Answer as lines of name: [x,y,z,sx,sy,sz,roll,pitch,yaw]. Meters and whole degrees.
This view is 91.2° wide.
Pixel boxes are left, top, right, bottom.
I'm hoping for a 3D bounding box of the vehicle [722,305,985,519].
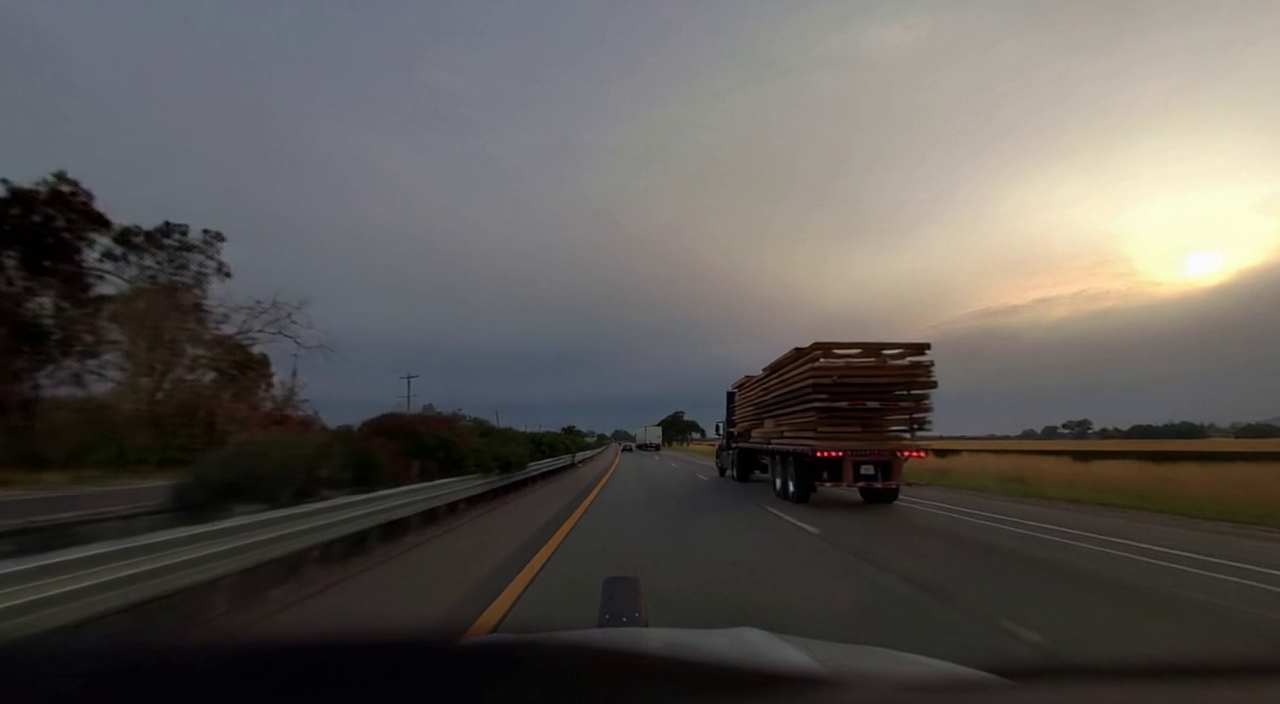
vehicle: [4.866,2.122,18.754,2.914,4.000,14.078,0,-9,0]
